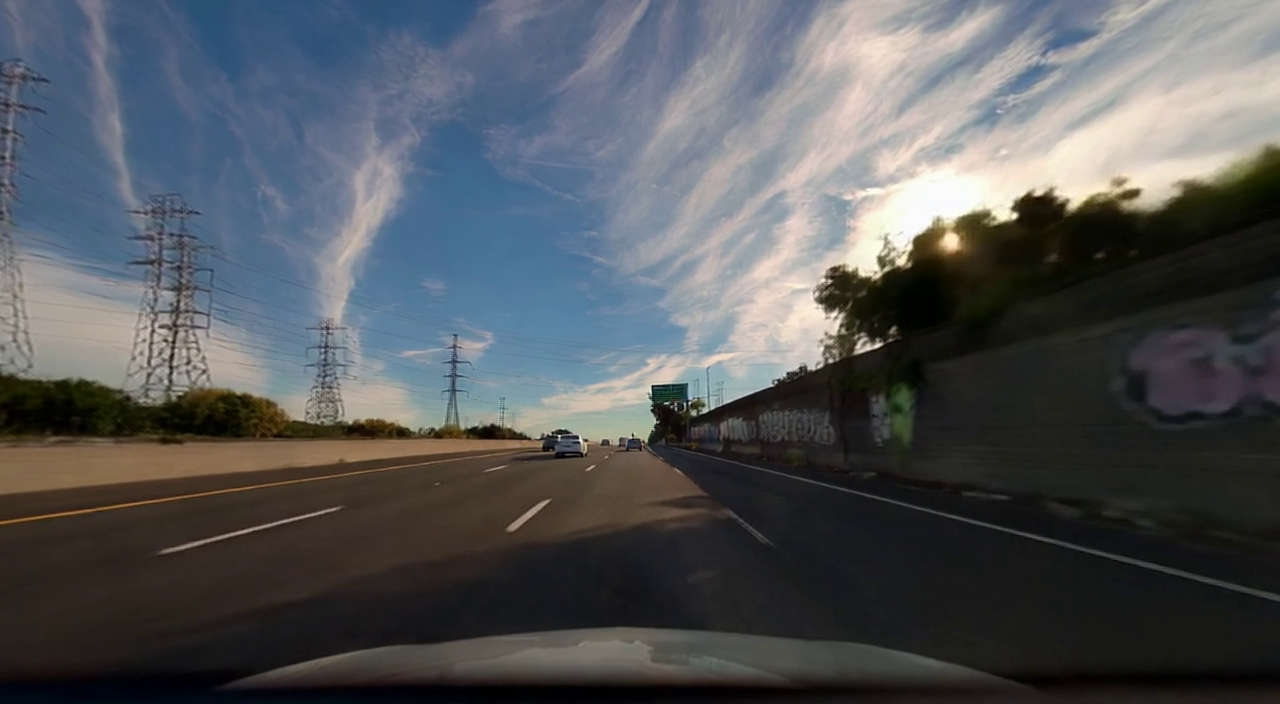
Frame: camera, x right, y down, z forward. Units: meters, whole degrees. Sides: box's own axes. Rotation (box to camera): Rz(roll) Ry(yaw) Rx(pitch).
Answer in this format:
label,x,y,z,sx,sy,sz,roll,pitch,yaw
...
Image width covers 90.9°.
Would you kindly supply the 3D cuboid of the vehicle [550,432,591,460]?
label,x,y,z,sx,sy,sz,roll,pitch,yaw
vehicle,-4.325,5.872,39.700,2.118,1.640,4.031,0,-8,-1
